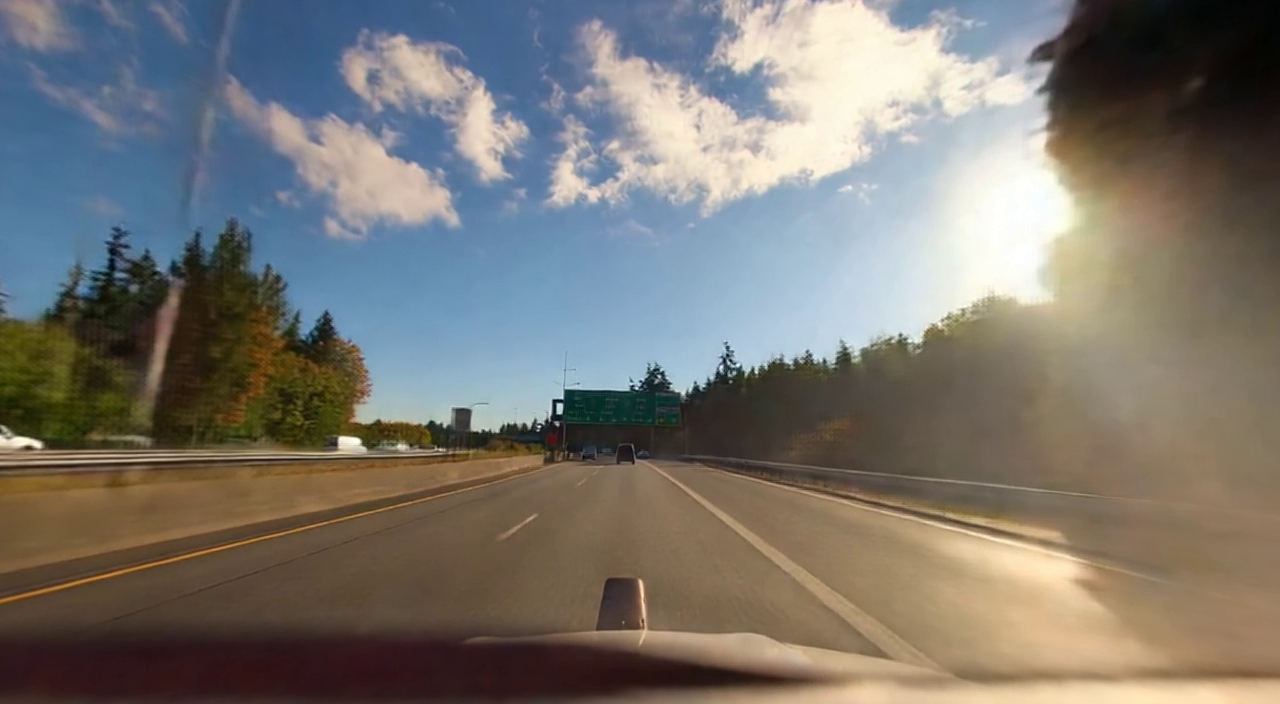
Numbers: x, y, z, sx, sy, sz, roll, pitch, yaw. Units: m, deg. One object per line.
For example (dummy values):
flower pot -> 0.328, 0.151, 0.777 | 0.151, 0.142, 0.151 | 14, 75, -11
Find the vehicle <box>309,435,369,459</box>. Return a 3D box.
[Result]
vehicle -> -19.714, 6.286, 41.523 | 1.901, 1.465, 4.173 | 0, -9, 0
